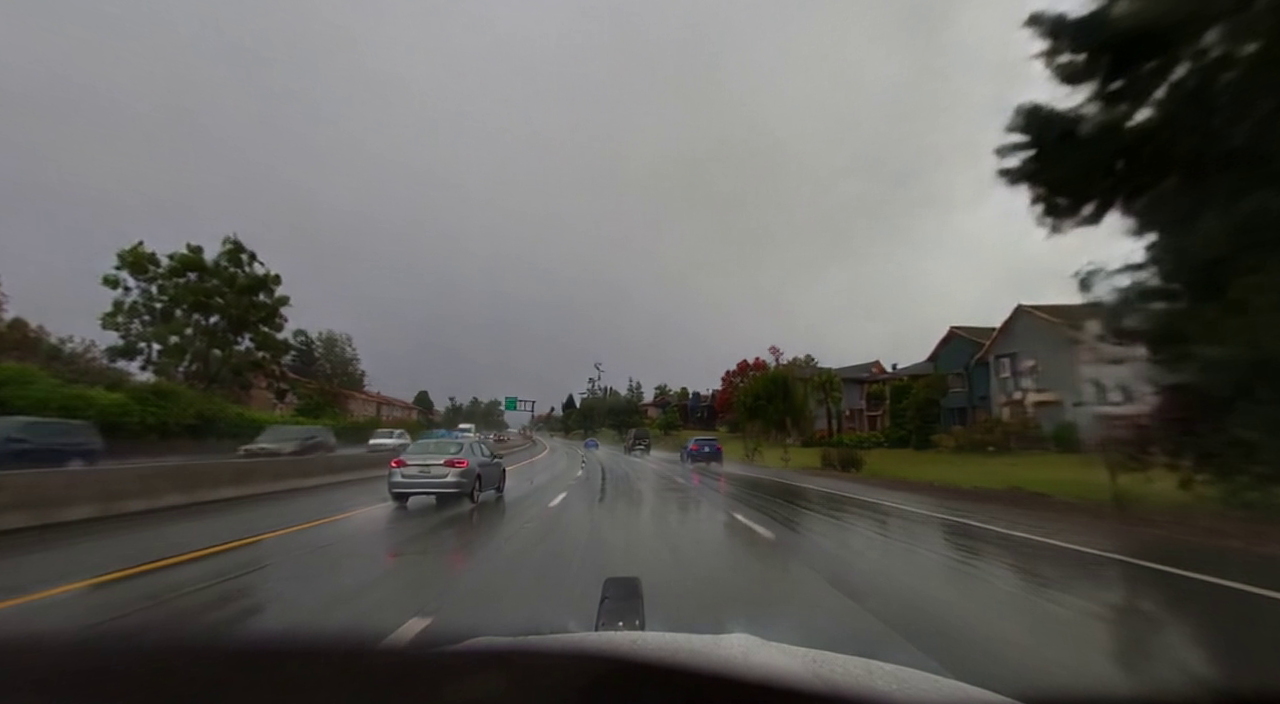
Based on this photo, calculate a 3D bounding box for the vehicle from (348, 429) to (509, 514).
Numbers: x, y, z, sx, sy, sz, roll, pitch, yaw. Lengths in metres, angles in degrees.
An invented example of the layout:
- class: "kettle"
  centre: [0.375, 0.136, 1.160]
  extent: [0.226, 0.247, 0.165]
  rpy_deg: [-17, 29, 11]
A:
- class: "vehicle"
  centre: [-4.330, 2.528, 13.755]
  extent: [2.036, 1.528, 4.400]
  rpy_deg: [0, -9, -1]

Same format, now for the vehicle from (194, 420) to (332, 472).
- class: "vehicle"
  centre: [-13.276, 3.398, 22.635]
  extent: [2.092, 1.646, 4.843]
  rpy_deg: [1, -9, -3]

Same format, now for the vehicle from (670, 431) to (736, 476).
- class: "vehicle"
  centre: [2.473, 4.179, 25.990]
  extent: [2.092, 1.686, 4.188]
  rpy_deg: [1, -9, -3]
